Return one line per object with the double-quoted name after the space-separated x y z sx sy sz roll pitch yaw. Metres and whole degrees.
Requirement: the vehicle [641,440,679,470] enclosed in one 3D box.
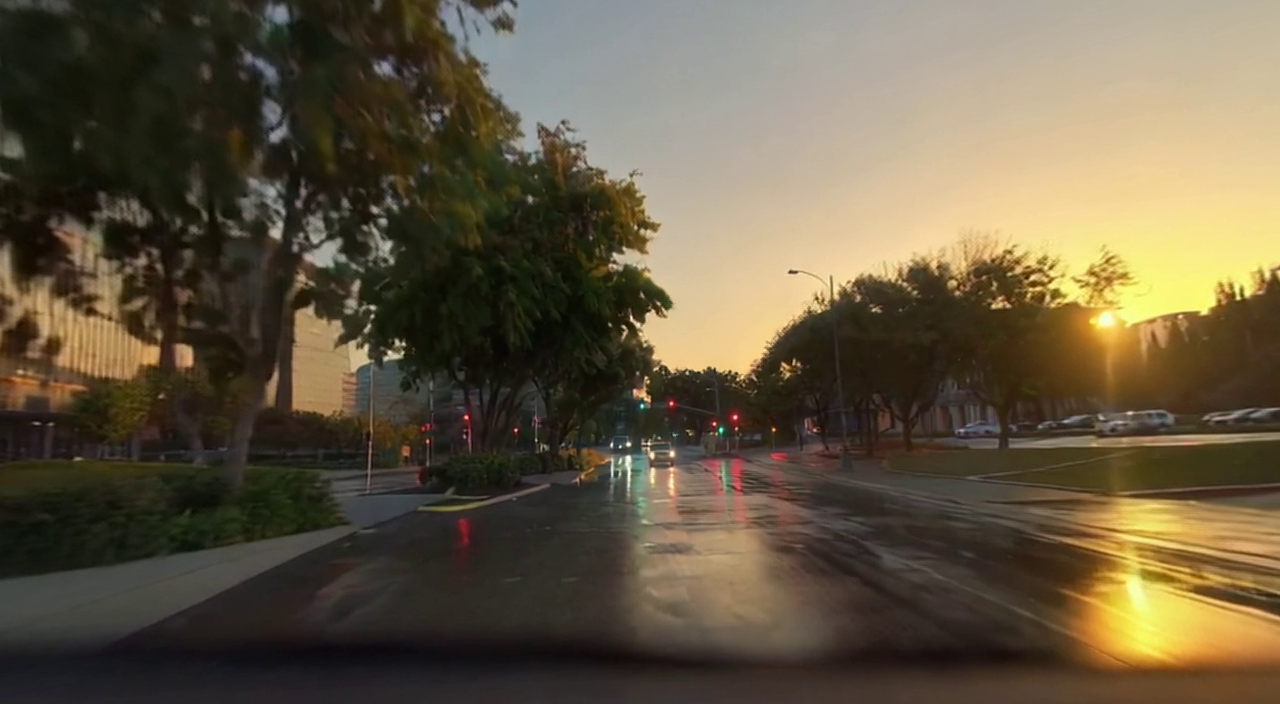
1.194 6.092 37.579 2.092 1.660 4.319 0 -8 2 "vehicle"
